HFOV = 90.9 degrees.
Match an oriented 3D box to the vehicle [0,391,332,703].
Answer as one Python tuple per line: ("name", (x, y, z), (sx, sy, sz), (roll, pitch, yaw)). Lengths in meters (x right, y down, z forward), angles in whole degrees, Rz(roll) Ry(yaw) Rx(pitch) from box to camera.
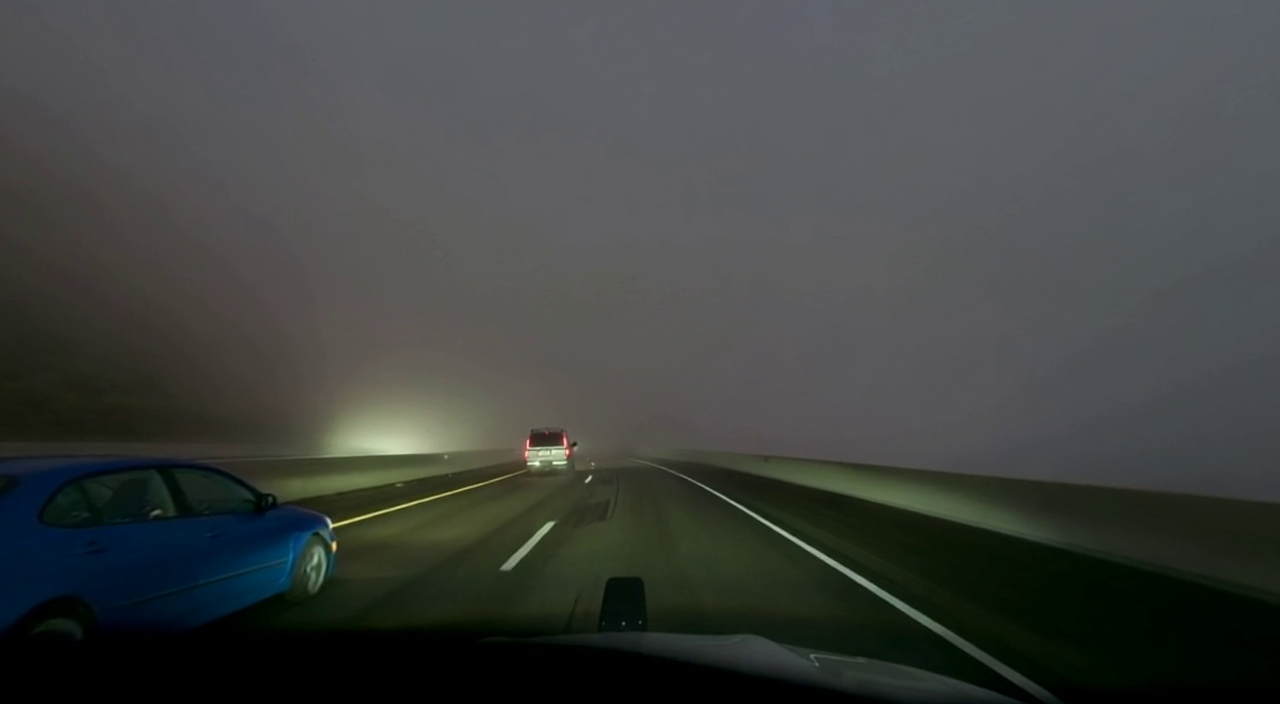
("vehicle", (-4.133, 1.067, 3.850), (2.097, 1.511, 4.585), (0, -8, 1))

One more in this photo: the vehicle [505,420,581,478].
("vehicle", (-3.977, 4.147, 27.014), (2.444, 2.204, 5.568), (0, -8, -1))
